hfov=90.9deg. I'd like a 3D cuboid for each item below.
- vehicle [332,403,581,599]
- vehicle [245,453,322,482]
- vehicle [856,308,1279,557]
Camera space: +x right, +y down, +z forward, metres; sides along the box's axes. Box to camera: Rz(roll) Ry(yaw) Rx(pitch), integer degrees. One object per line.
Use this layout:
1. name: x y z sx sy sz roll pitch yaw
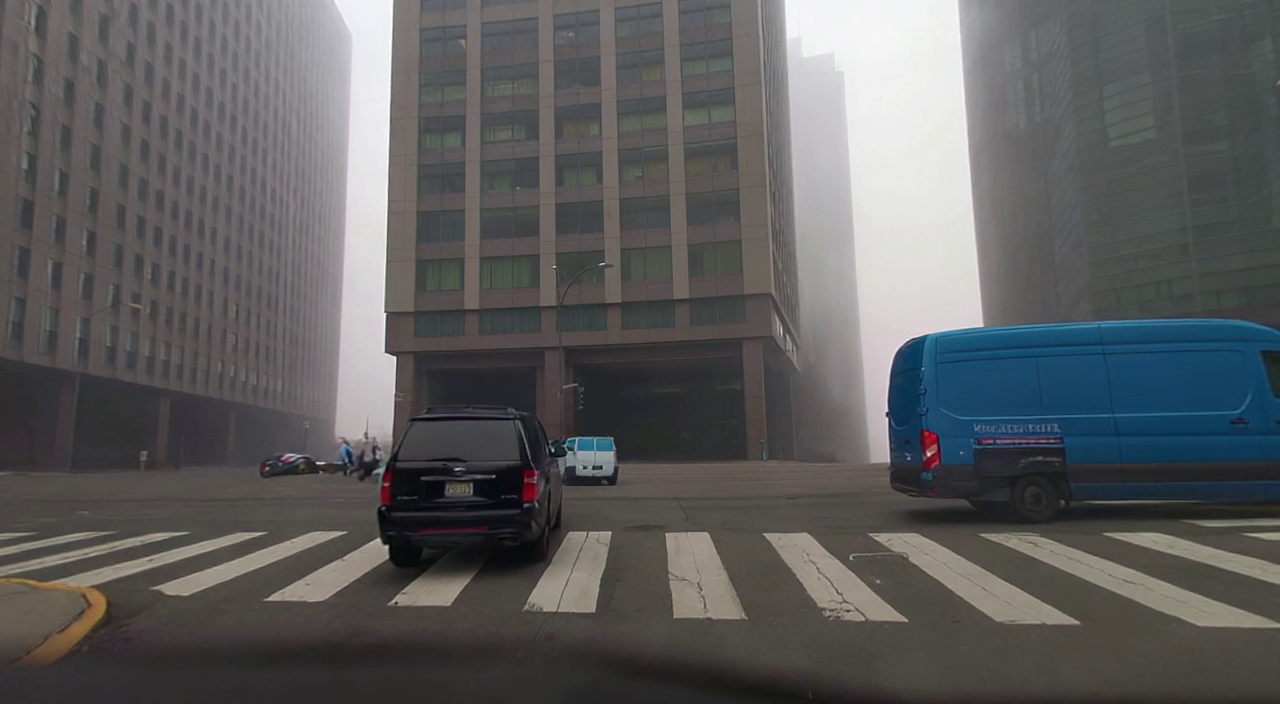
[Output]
1. vehicle: -1.836 1.645 7.822 2.144 1.733 4.115 1 -8 -5
2. vehicle: -19.454 6.290 34.512 3.467 1.456 1.649 4 -9 -24
3. vehicle: 6.770 1.038 8.236 6.932 2.753 2.446 0 -8 1
